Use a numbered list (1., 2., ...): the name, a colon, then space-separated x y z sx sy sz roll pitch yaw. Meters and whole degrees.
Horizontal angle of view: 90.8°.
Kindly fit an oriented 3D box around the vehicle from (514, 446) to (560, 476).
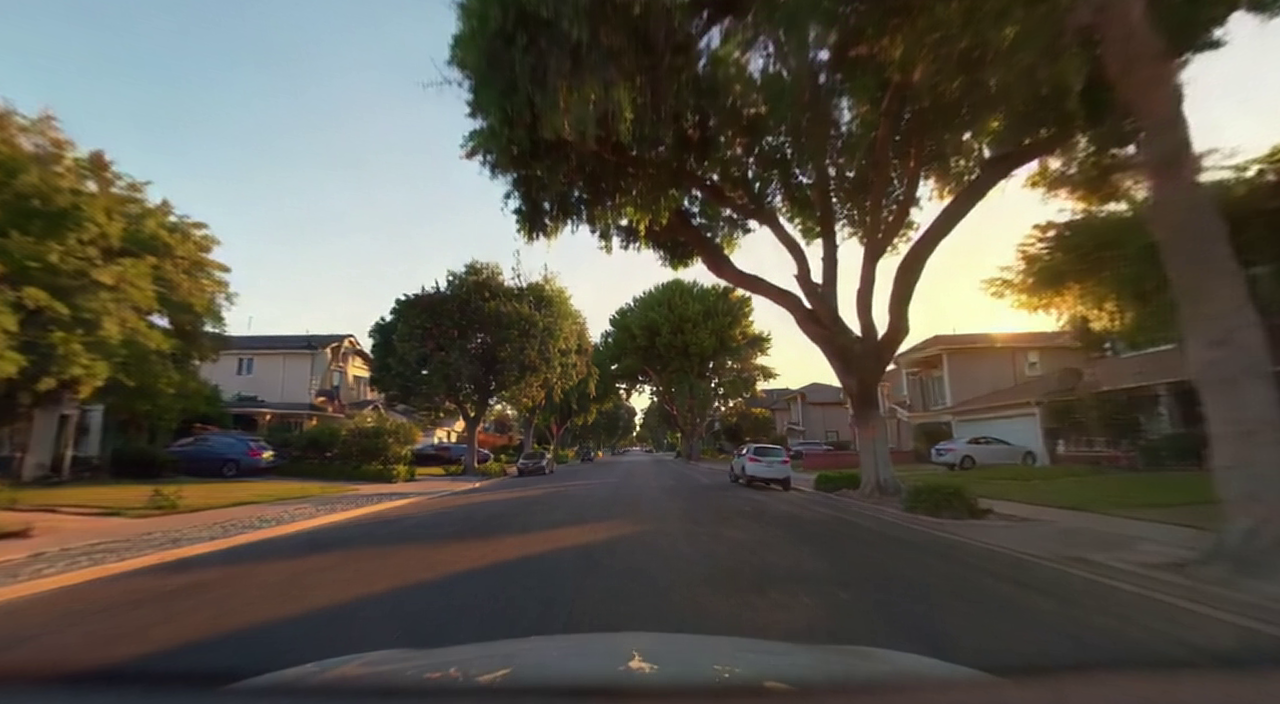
1. vehicle: -5.909 6.288 36.794 1.944 1.621 4.187 -1 -9 1

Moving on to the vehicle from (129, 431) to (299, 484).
1. vehicle: -15.202 3.781 22.800 4.530 1.777 2.107 0 -8 -2

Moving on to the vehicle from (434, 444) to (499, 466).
1. vehicle: -12.522 7.452 45.817 4.135 1.567 1.944 0 -8 2

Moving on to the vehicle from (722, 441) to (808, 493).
1. vehicle: 4.135 3.860 21.677 1.996 1.585 4.371 0 -8 -1
